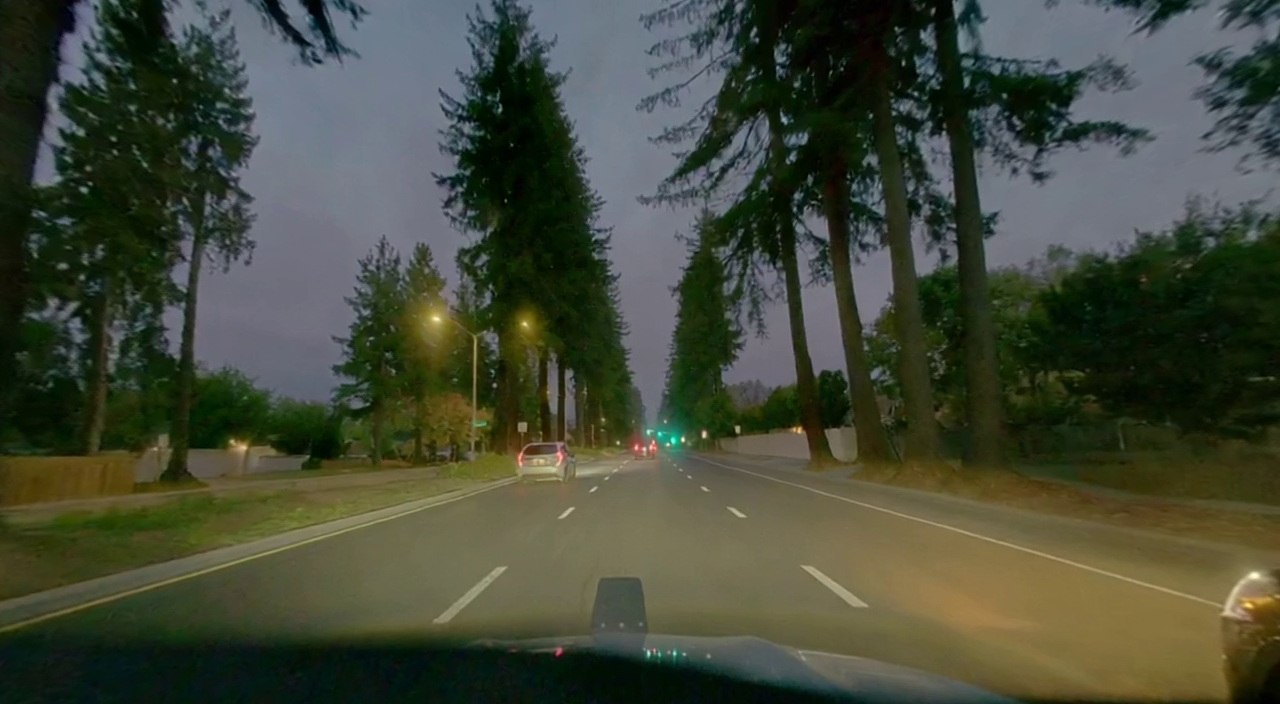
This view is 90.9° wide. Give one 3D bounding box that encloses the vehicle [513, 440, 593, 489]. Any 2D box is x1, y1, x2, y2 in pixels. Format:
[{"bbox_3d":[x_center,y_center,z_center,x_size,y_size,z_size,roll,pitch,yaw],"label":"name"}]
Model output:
[{"bbox_3d":[-2.802,3.744,21.329,2.021,1.466,4.330,0,-9,1],"label":"vehicle"}]
